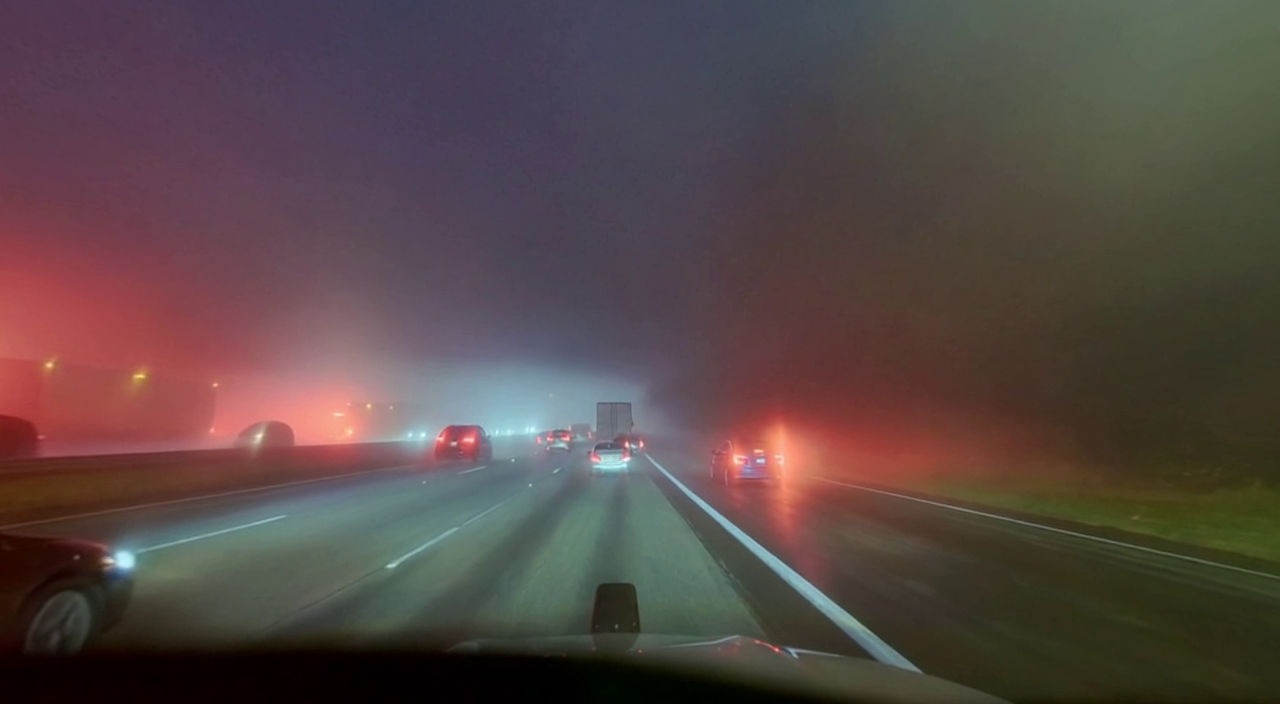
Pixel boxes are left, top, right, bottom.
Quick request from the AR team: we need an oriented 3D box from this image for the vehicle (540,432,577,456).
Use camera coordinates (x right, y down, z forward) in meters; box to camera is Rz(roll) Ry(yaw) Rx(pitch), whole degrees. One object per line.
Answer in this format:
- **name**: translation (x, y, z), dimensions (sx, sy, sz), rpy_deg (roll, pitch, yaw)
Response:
- **vehicle**: translation (-5.434, 6.170, 42.369), dimensions (2.046, 1.493, 4.384), rpy_deg (0, -8, -2)

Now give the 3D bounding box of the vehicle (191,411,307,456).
- **vehicle**: translation (-15.449, 3.263, 25.159), dimensions (1.993, 1.617, 4.277), rpy_deg (0, -8, -2)

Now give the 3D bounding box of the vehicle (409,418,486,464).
- **vehicle**: translation (-8.728, 4.102, 29.012), dimensions (2.158, 1.943, 4.662), rpy_deg (0, -8, -1)

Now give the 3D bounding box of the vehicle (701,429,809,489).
- **vehicle**: translation (3.059, 2.945, 17.773), dimensions (1.981, 1.474, 4.396), rpy_deg (0, -8, -3)

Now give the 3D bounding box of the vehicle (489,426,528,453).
- **vehicle**: translation (-9.463, 6.359, 45.590), dimensions (1.992, 1.838, 4.493), rpy_deg (0, -8, -2)

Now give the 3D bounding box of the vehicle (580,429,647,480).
- **vehicle**: translation (-0.861, 3.281, 20.520), dimensions (1.980, 1.478, 3.758), rpy_deg (0, -8, -2)

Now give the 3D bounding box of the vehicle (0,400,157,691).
- **vehicle**: translation (-4.227, 0.871, 2.299), dimensions (1.916, 1.476, 3.782), rpy_deg (0, -8, -1)
